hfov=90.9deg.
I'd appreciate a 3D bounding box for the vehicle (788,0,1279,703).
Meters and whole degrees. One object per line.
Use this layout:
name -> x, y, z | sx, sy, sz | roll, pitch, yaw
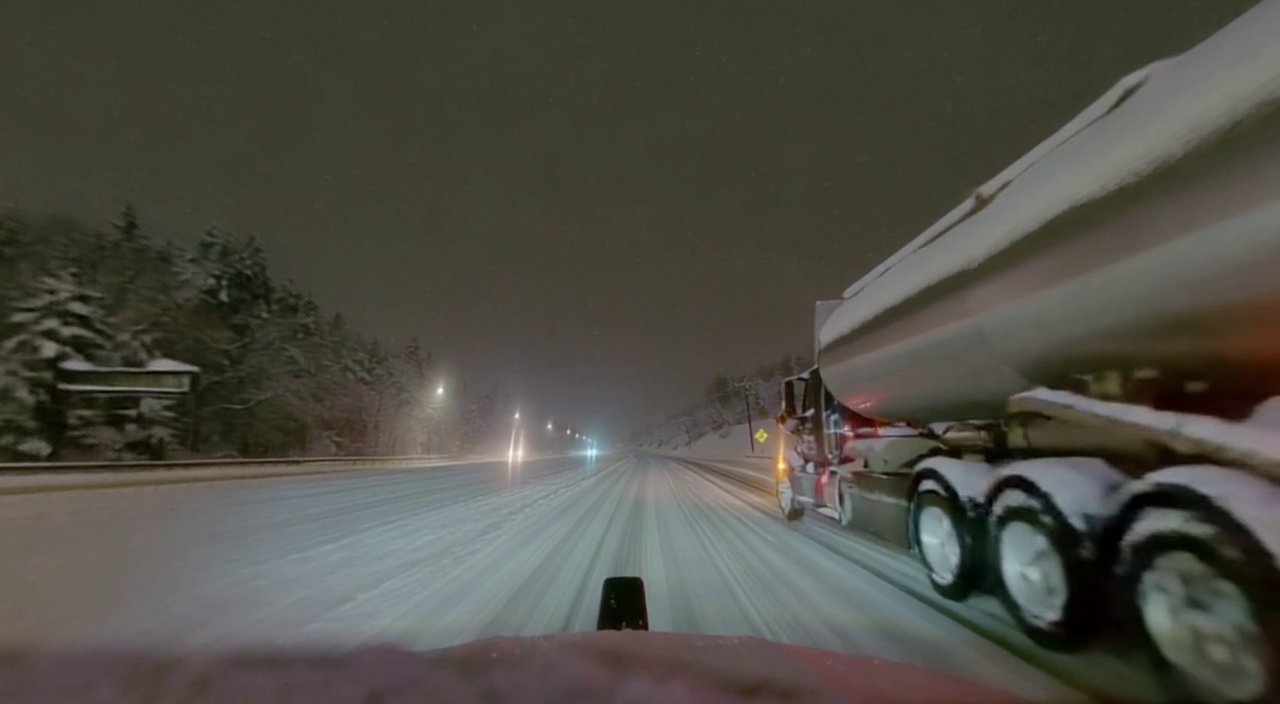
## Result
vehicle -> 3.945, 0.363, 6.037 | 3.034, 3.651, 8.256 | 0, -8, 0
